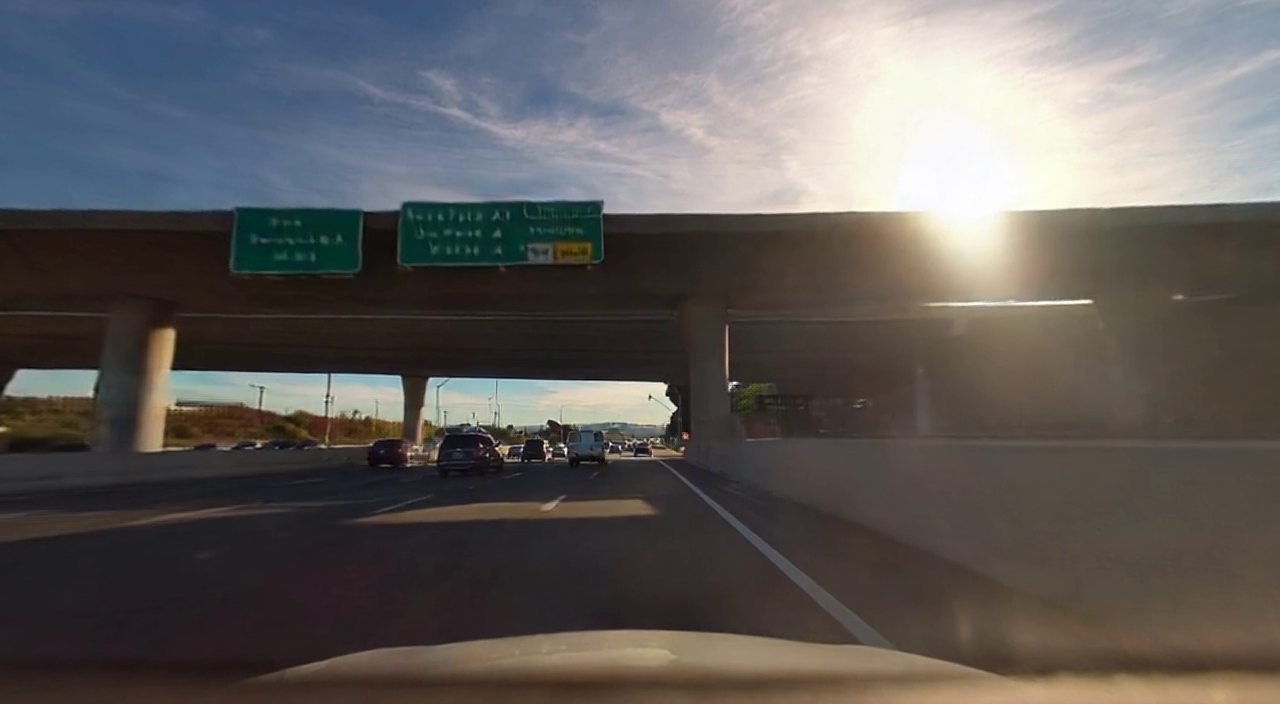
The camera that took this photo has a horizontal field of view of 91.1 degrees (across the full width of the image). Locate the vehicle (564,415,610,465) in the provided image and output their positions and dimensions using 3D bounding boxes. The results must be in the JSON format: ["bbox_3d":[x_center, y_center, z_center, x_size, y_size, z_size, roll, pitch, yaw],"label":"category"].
[{"bbox_3d":[-3.221,5.575,39.681,2.301,2.843,6.458,0,-8,0],"label":"vehicle"}]

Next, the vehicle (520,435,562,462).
[{"bbox_3d":[-6.840,6.740,43.828,2.109,1.784,4.709,0,-8,1],"label":"vehicle"}]

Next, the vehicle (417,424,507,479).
[{"bbox_3d":[-6.951,3.960,25.164,2.179,1.948,4.618,0,-8,1],"label":"vehicle"}]

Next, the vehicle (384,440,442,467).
[{"bbox_3d":[-13.531,6.062,37.741,1.899,1.485,4.368,0,-8,0],"label":"vehicle"}]

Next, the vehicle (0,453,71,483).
[{"bbox_3d":[-32.555,6.083,33.097,1.689,1.383,3.611,0,-8,0],"label":"vehicle"}]
